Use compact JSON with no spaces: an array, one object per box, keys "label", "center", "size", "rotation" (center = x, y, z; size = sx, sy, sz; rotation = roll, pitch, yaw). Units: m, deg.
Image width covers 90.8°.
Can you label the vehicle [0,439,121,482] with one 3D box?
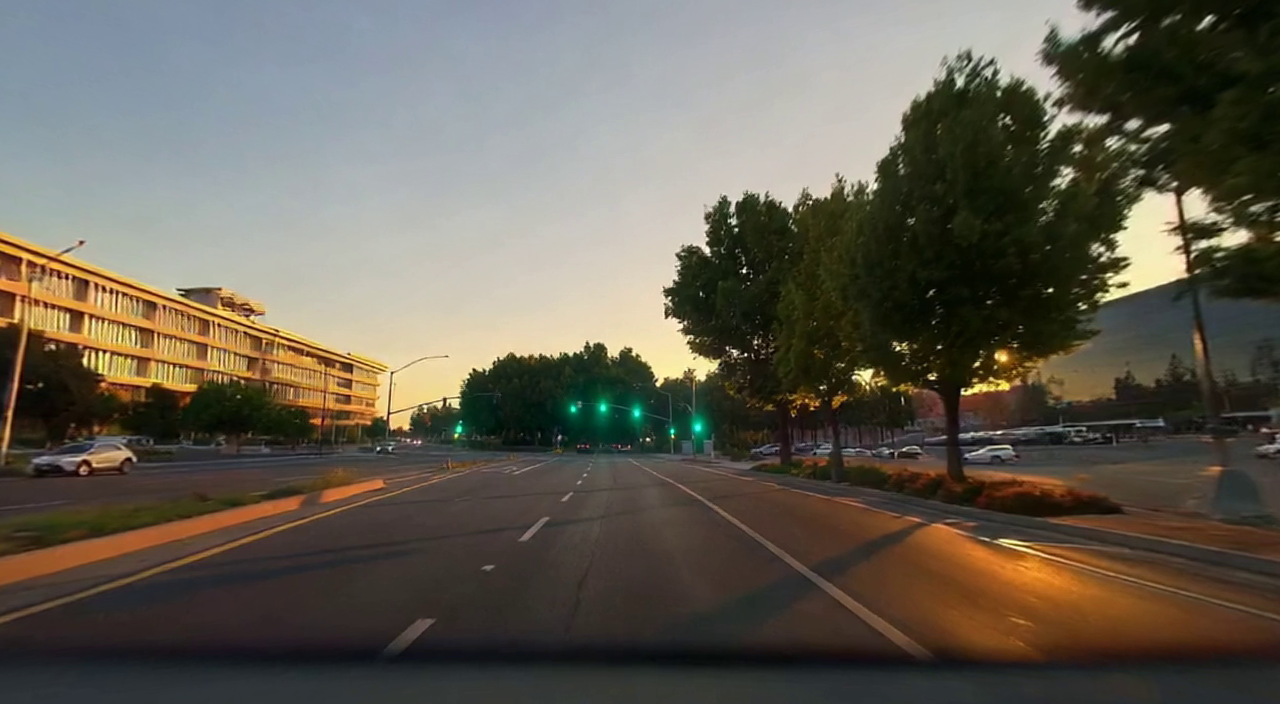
[{"label":"vehicle","center":[-22.409,4.072,23.927],"size":[1.792,1.446,4.493],"rotation":[0,-9,-2]}]
